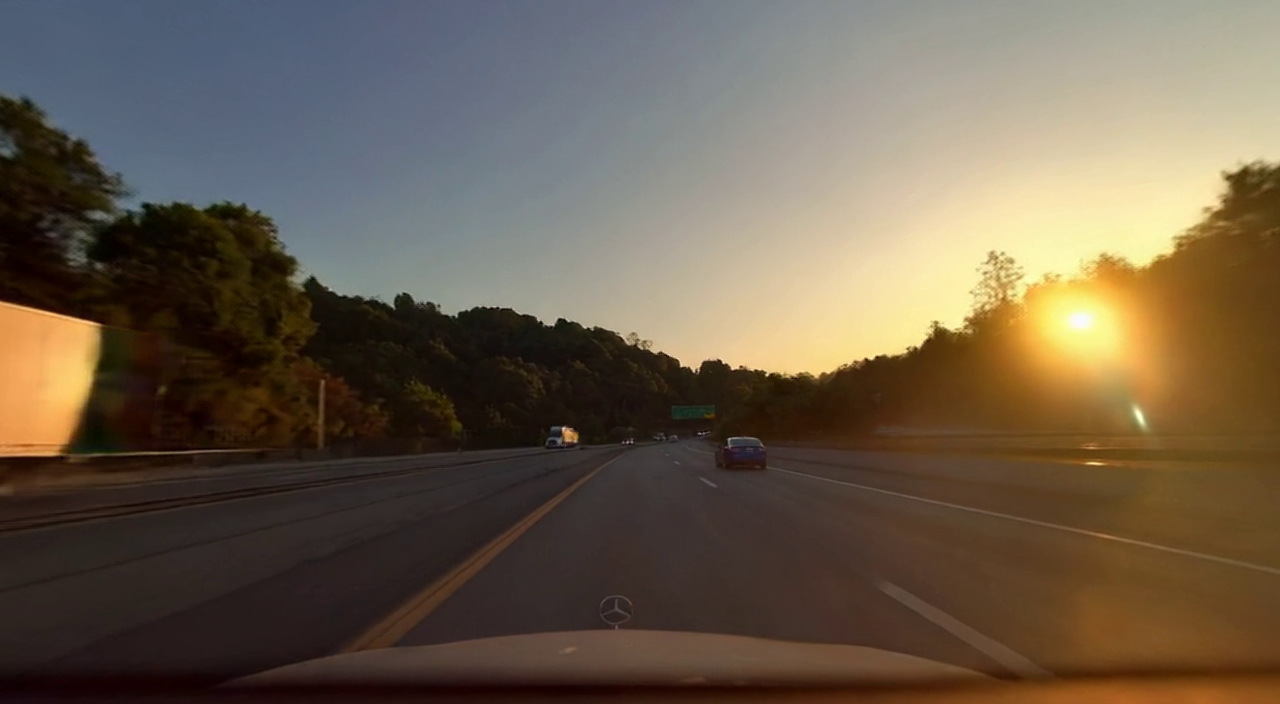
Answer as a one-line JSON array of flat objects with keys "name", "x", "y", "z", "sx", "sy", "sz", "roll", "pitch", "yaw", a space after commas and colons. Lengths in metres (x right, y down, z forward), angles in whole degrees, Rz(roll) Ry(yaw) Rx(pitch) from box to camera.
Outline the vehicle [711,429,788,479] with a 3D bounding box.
[{"name": "vehicle", "x": 3.942, "y": 3.754, "z": 23.401, "sx": 2.022, "sy": 1.663, "sz": 4.245, "roll": 0, "pitch": -8, "yaw": -1}]
